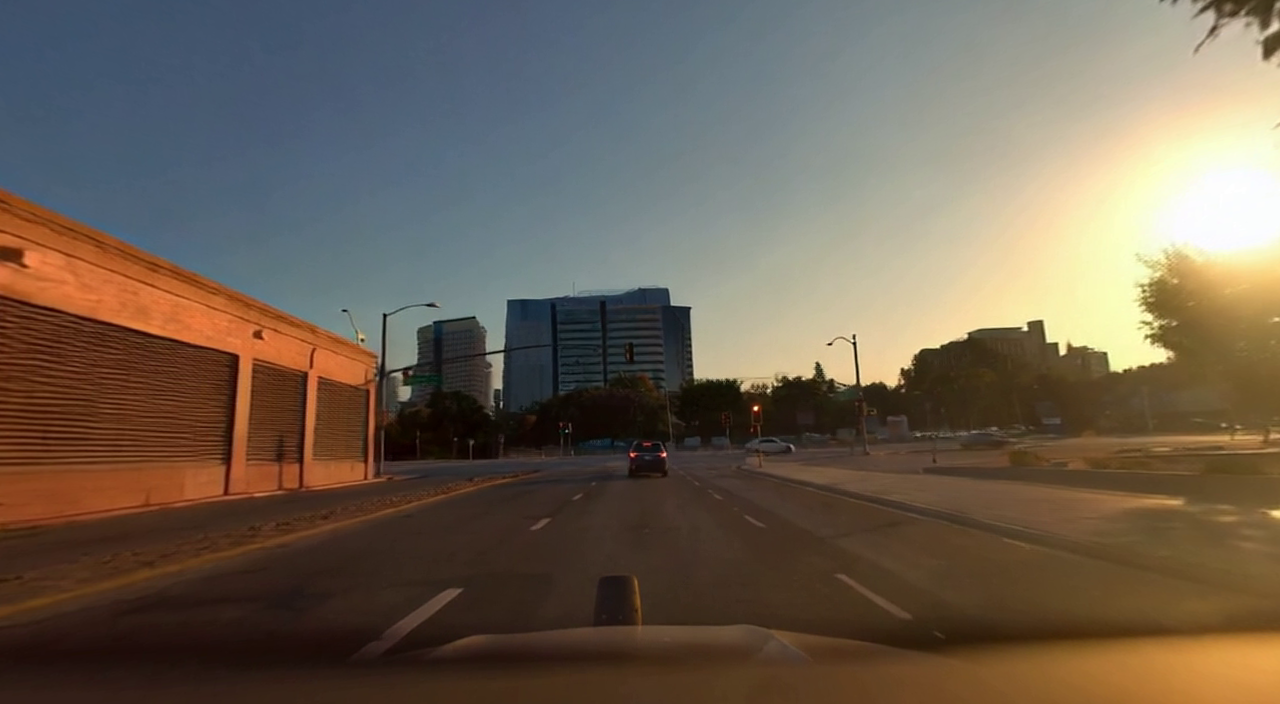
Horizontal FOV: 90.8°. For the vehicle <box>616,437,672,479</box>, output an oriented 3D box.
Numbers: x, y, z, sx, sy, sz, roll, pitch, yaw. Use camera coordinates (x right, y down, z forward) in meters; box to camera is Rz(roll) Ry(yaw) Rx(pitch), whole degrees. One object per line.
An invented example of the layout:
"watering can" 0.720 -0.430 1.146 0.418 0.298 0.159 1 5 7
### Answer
"vehicle" 0.165 4.506 27.151 2.218 1.657 4.551 0 -8 0
